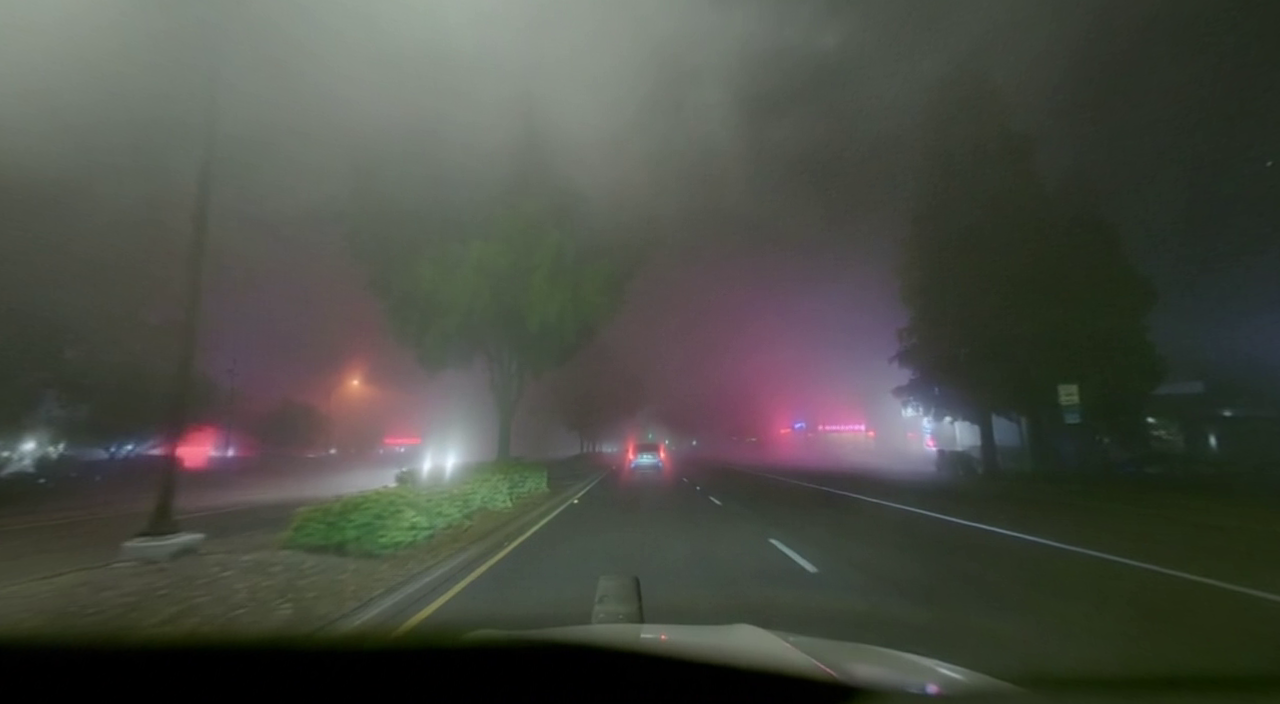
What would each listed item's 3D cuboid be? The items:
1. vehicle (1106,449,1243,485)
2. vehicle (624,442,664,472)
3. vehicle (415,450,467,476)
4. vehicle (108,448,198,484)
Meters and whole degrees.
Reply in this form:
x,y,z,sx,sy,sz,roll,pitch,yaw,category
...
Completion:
x,y,z,sx,sy,sz,roll,pitch,yaw,category
24.336,5.205,28.926,1.863,1.454,4.758,1,-9,-5,vehicle
0.140,5.517,33.177,1.998,1.452,3.773,0,-8,-1,vehicle
-12.526,7.010,39.951,1.833,1.469,4.343,0,-8,1,vehicle
-28.198,6.581,36.676,2.061,1.871,5.360,2,-9,-14,vehicle
